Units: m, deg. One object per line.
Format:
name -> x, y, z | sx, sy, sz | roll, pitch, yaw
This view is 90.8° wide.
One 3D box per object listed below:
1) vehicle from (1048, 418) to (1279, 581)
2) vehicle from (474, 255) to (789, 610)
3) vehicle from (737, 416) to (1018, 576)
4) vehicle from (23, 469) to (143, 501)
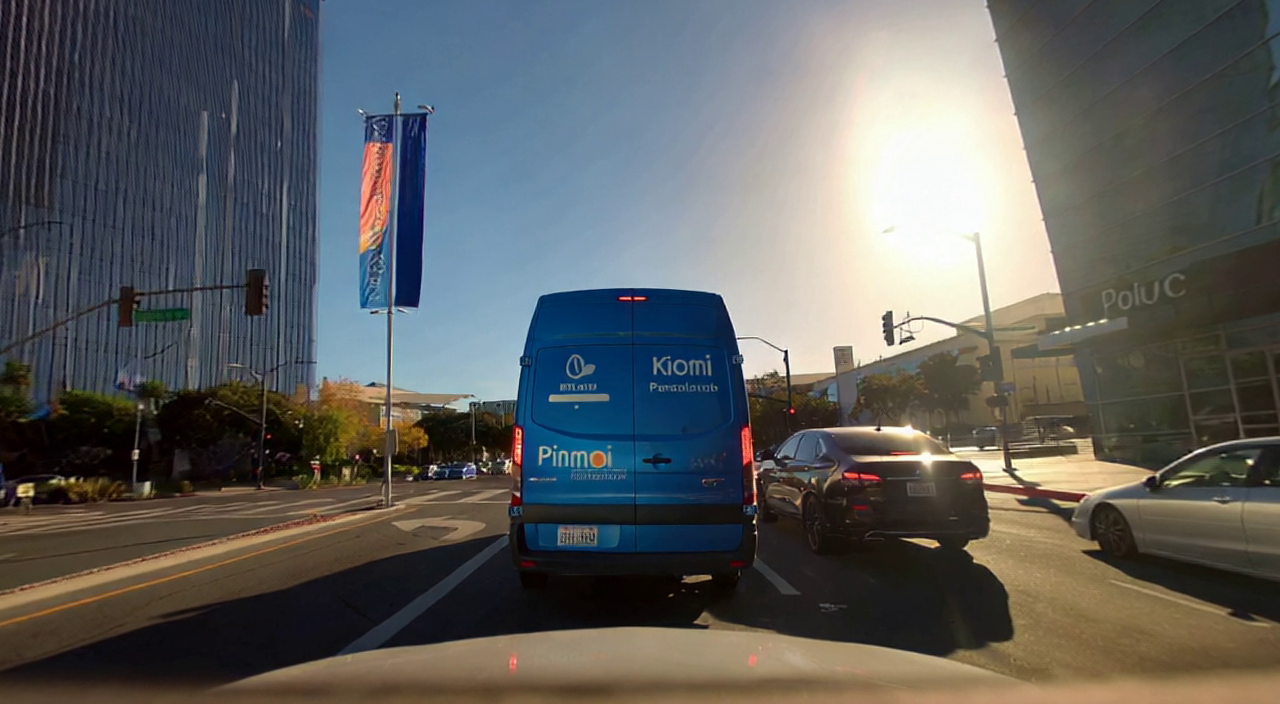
vehicle -> 7.525, 1.589, 7.006 | 1.963, 1.669, 4.678 | 3, -9, -20
vehicle -> -0.037, 1.174, 9.088 | 2.613, 3.035, 7.342 | 0, -8, 1
vehicle -> 2.882, 1.864, 9.041 | 2.183, 1.676, 4.506 | 0, -8, -1
vehicle -> -31.099, 7.433, 35.396 | 4.806, 1.652, 1.869 | 0, -8, -2
